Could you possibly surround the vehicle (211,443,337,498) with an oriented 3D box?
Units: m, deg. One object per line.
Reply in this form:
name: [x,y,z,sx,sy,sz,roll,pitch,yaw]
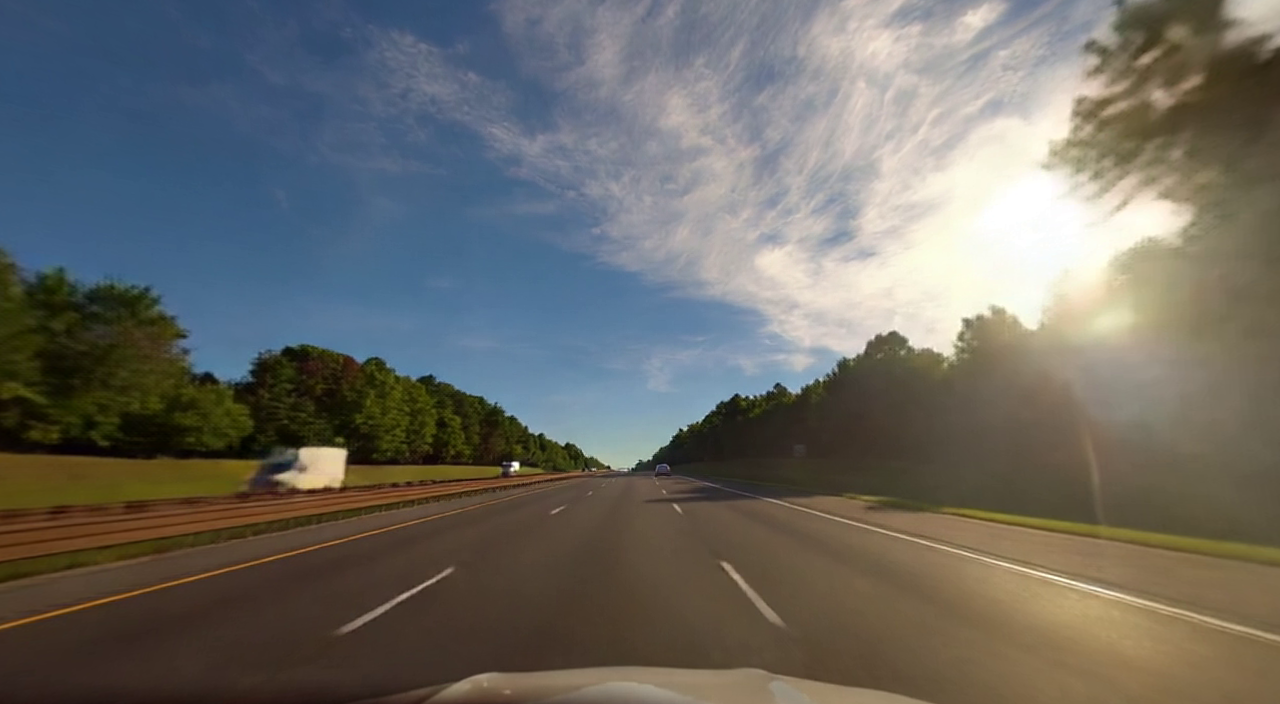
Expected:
vehicle: [-16.836,5.546,29.522,2.243,2.265,5.976,1,-10,0]
